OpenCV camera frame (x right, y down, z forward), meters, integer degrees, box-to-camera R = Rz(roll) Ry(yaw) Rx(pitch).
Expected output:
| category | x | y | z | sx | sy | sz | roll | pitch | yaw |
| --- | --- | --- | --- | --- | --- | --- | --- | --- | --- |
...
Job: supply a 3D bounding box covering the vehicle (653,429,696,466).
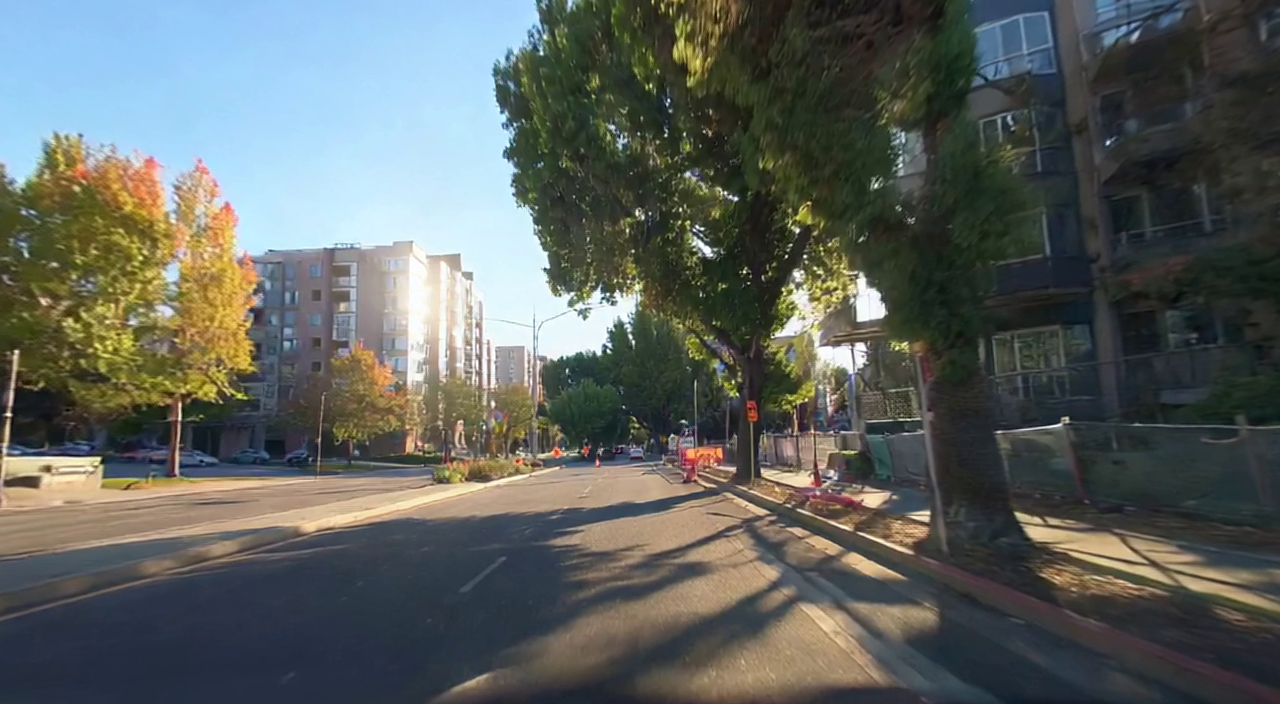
| category | x | y | z | sx | sy | sz | roll | pitch | yaw |
| --- | --- | --- | --- | --- | --- | --- | --- | --- | --- |
| vehicle | 2.609 | 7.327 | 48.614 | 2.849 | 2.686 | 3.176 | -1 | -8 | -5 |
